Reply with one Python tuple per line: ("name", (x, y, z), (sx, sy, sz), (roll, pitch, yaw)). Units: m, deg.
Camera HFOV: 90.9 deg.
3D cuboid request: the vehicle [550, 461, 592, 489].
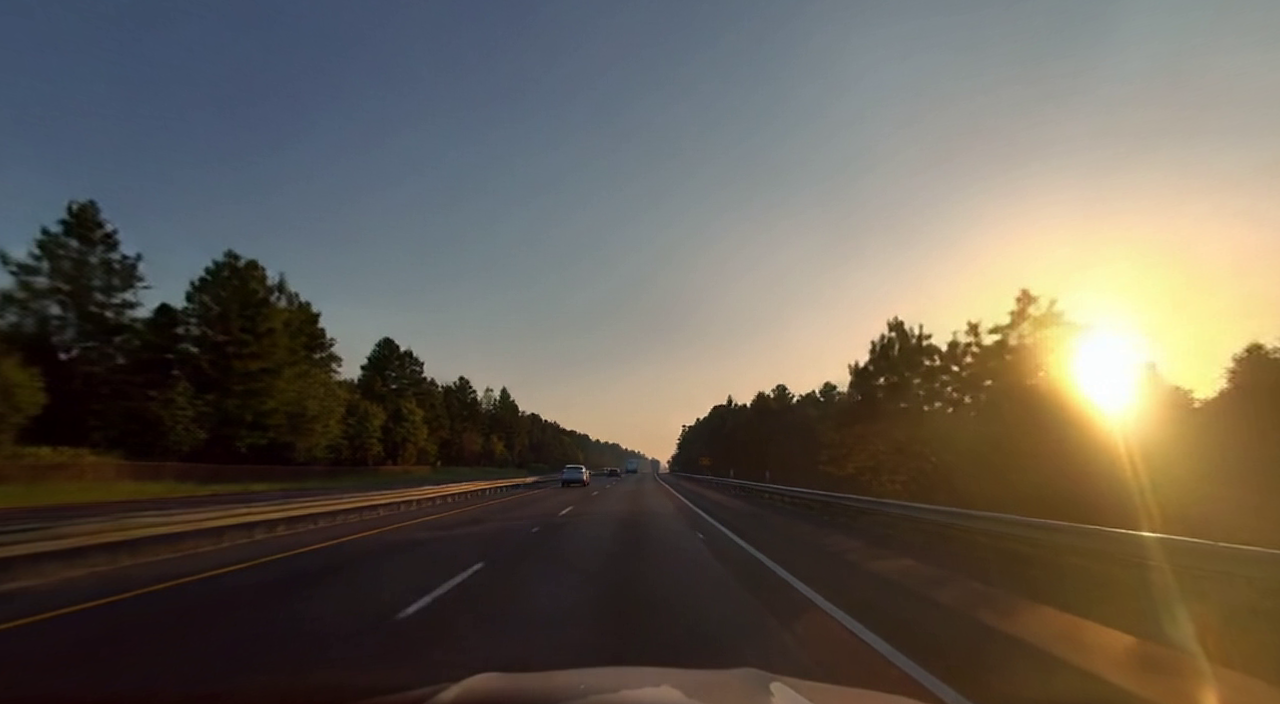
("vehicle", (-4.379, 7.906, 40.615), (2.180, 1.618, 4.219), (1, -10, 0))
